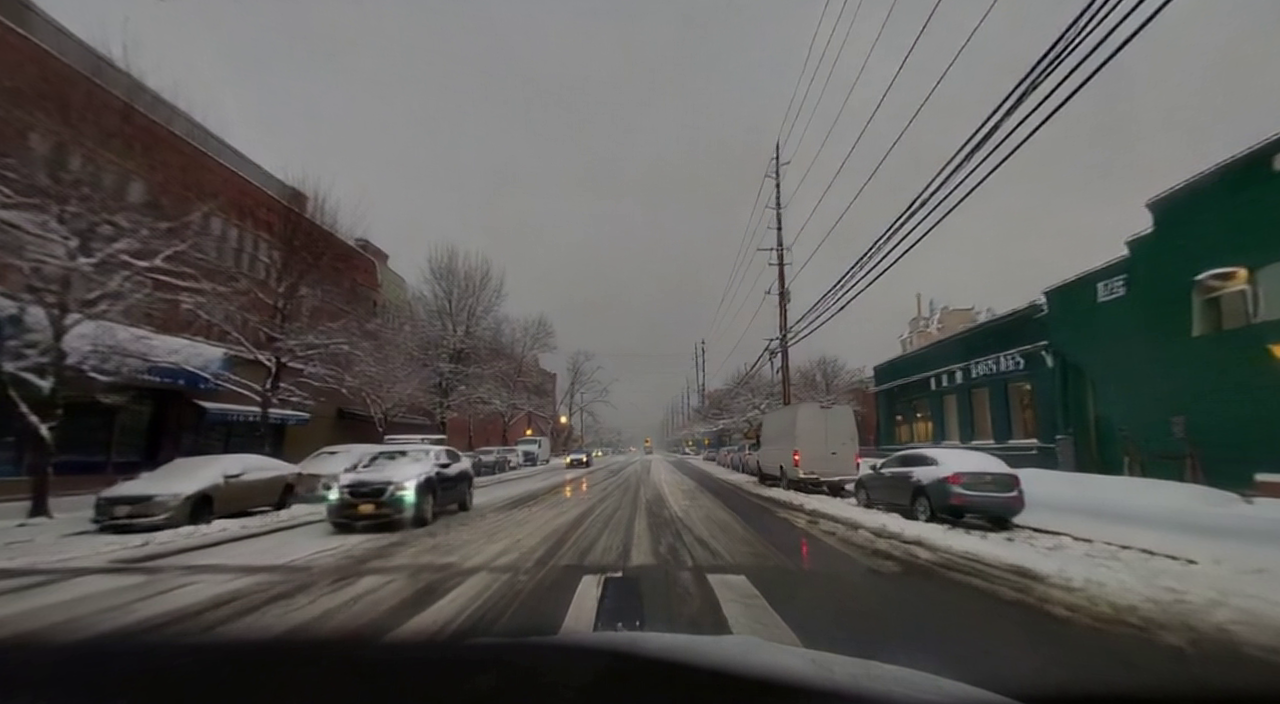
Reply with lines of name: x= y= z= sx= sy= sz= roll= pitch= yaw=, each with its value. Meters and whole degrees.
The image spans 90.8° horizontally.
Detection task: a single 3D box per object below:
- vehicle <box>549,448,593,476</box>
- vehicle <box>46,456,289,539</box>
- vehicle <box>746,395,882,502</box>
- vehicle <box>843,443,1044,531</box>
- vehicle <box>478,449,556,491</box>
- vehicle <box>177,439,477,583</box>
vehicle: x=-3.959 y=6.381 z=36.888 sx=1.925 sy=1.479 sz=4.444 roll=0 pitch=-8 yaw=2
vehicle: x=-10.011 y=3.062 z=13.936 sx=1.978 sy=1.452 sz=4.263 roll=0 pitch=-8 yaw=1
vehicle: x=5.910 y=3.465 z=22.969 sx=2.815 sy=3.203 sz=7.558 roll=0 pitch=-8 yaw=0
vehicle: x=6.491 y=2.880 z=14.188 sx=1.963 sy=1.646 sz=4.204 roll=1 pitch=-9 yaw=-8
vehicle: x=-4.730 y=4.579 z=25.023 sx=1.845 sy=1.469 sz=4.413 roll=-1 pitch=-8 yaw=5
vehicle: x=-3.870 y=2.002 z=8.864 sx=2.050 sy=1.505 sz=4.219 roll=0 pitch=-8 yaw=0
